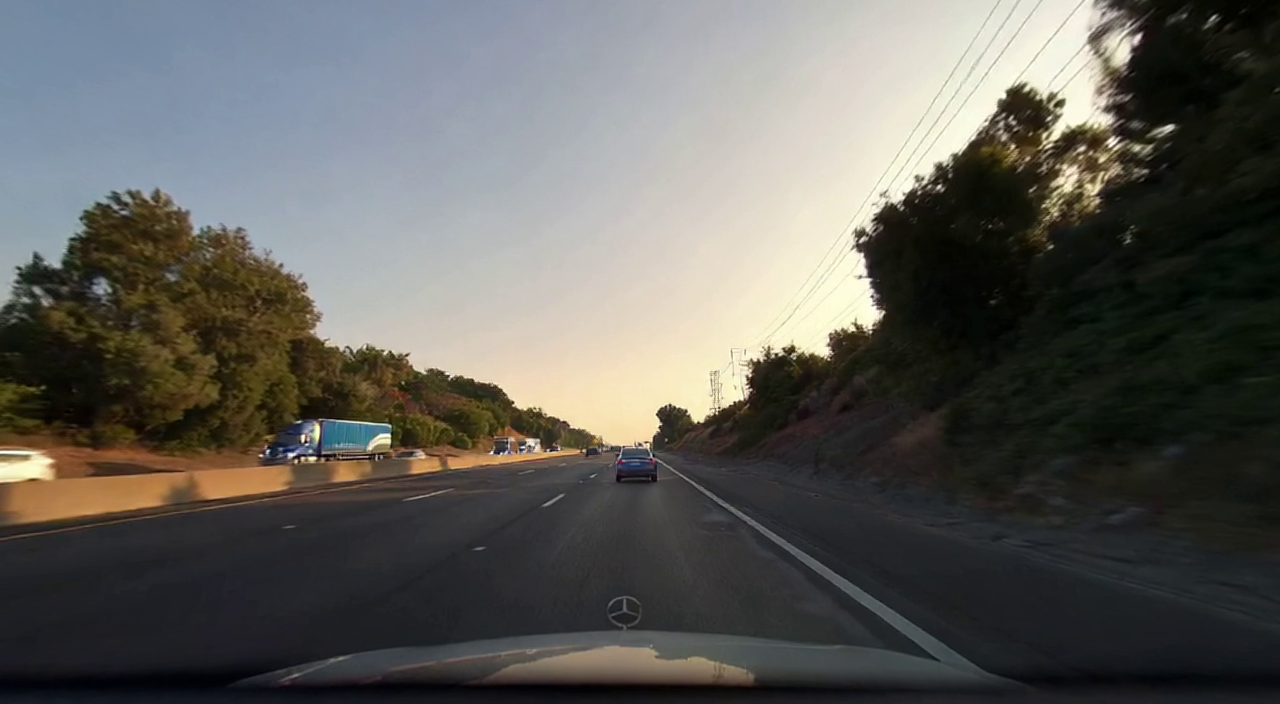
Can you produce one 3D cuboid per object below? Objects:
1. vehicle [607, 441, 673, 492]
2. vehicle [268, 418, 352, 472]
[{"bbox_3d":[-0.026,3.744,20.924,1.966,1.499,4.298,0,-9,-1],"label":"vehicle"},{"bbox_3d":[-24.877,7.049,47.867,2.921,3.795,5.976,0,-9,0],"label":"vehicle"}]
